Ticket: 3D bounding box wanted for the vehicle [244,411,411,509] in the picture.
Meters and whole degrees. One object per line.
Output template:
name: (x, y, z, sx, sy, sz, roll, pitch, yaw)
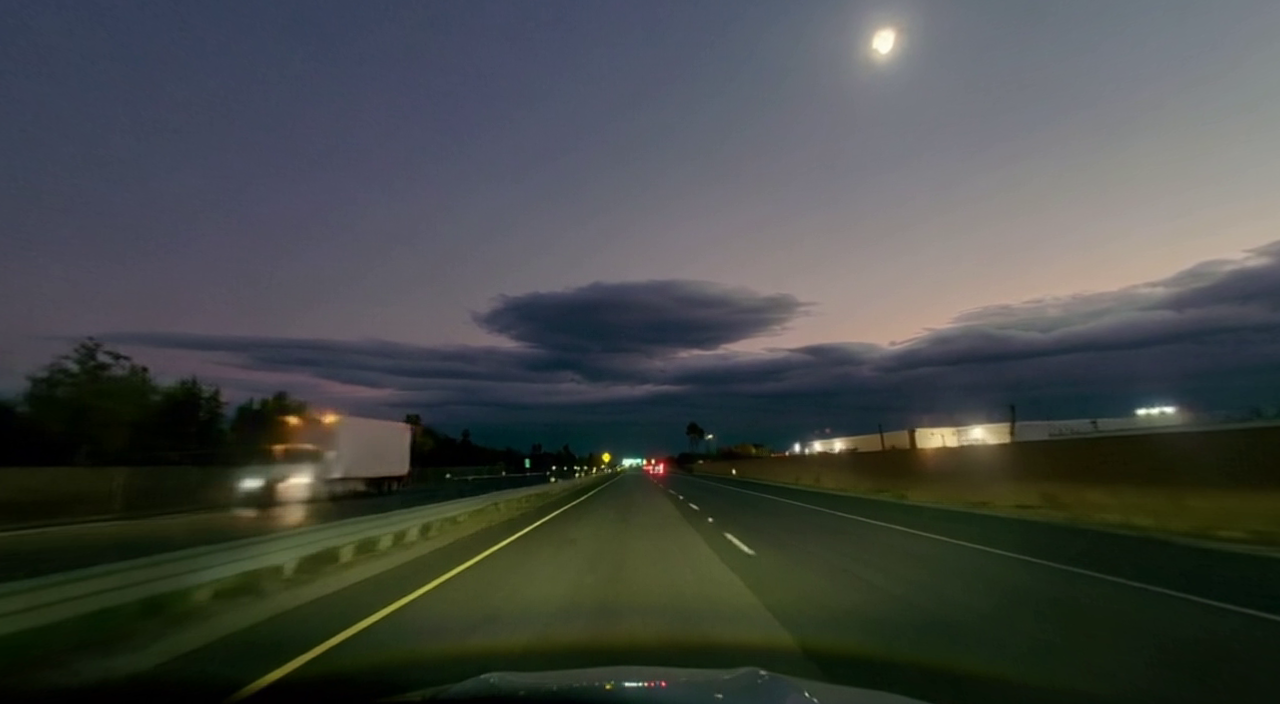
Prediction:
vehicle: (-13.499, 4.914, 28.451, 2.924, 3.672, 8.913, 1, -10, -1)
